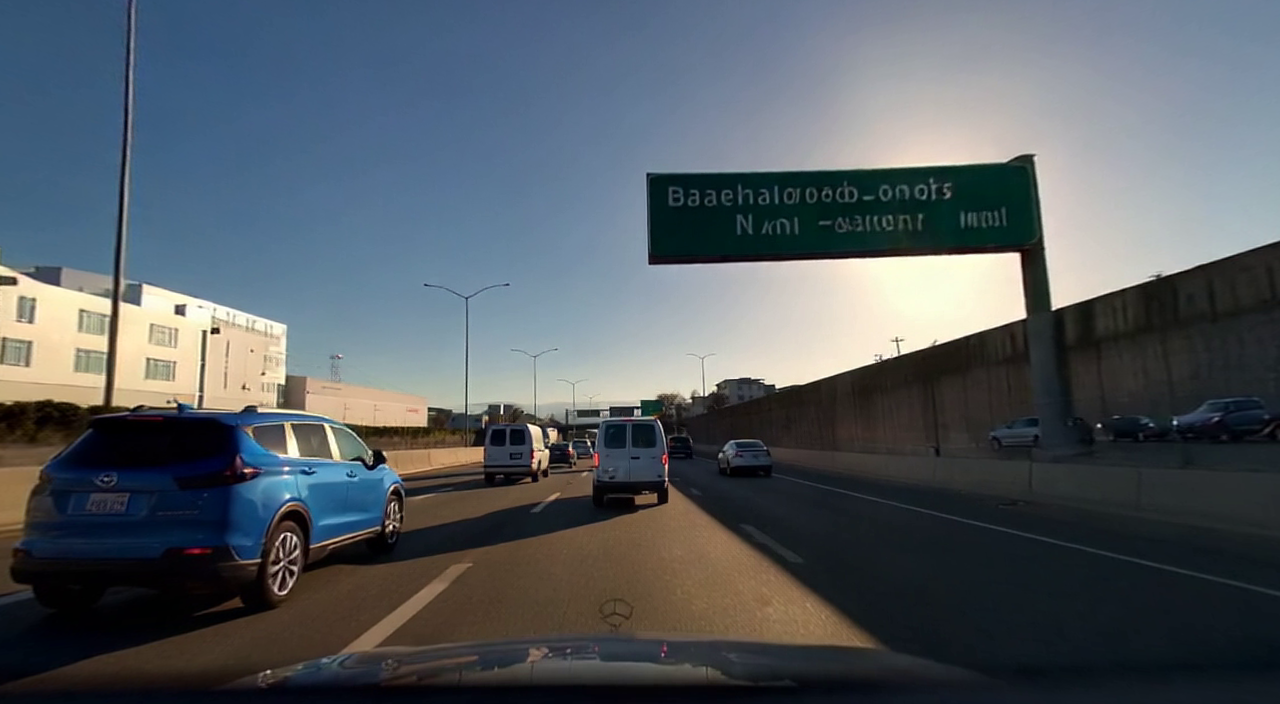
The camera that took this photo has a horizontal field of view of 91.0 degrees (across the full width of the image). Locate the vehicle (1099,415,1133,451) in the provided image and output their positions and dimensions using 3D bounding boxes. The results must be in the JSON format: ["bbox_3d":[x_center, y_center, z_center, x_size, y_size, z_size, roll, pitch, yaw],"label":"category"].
[{"bbox_3d":[30.771,5.234,40.712,1.480,2.238,1.864,-6,-10,35],"label":"vehicle"}]

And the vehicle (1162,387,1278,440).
[{"bbox_3d":[36.267,3.959,39.623,2.528,3.094,4.804,-1,-8,1],"label":"vehicle"}]

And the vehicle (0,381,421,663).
[{"bbox_3d":[-3.844,1.344,6.077,1.972,1.703,4.333,0,-8,-1],"label":"vehicle"}]

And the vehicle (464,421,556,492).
[{"bbox_3d":[-3.928,3.234,19.828,2.038,1.936,4.300,0,-8,-1],"label":"vehicle"}]

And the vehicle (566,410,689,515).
[{"bbox_3d":[-0.300,2.361,13.960,2.304,1.925,4.282,0,-8,-2],"label":"vehicle"}]

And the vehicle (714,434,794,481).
[{"bbox_3d":[3.967,3.724,22.521,1.999,1.494,3.833,0,-8,-2],"label":"vehicle"}]
